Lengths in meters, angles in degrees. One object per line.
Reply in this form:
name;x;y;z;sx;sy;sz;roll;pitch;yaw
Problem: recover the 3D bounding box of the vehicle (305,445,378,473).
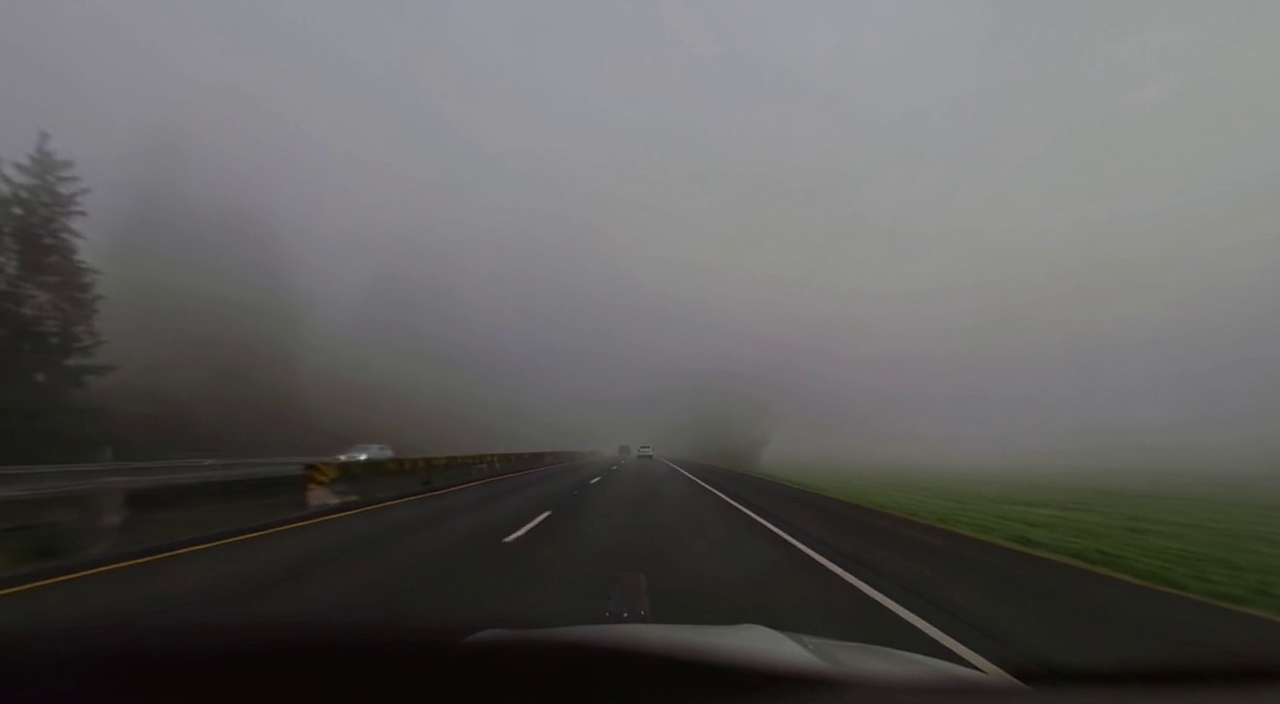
vehicle;-16.787;5.987;35.679;1.814;1.456;4.581;0;-8;1
